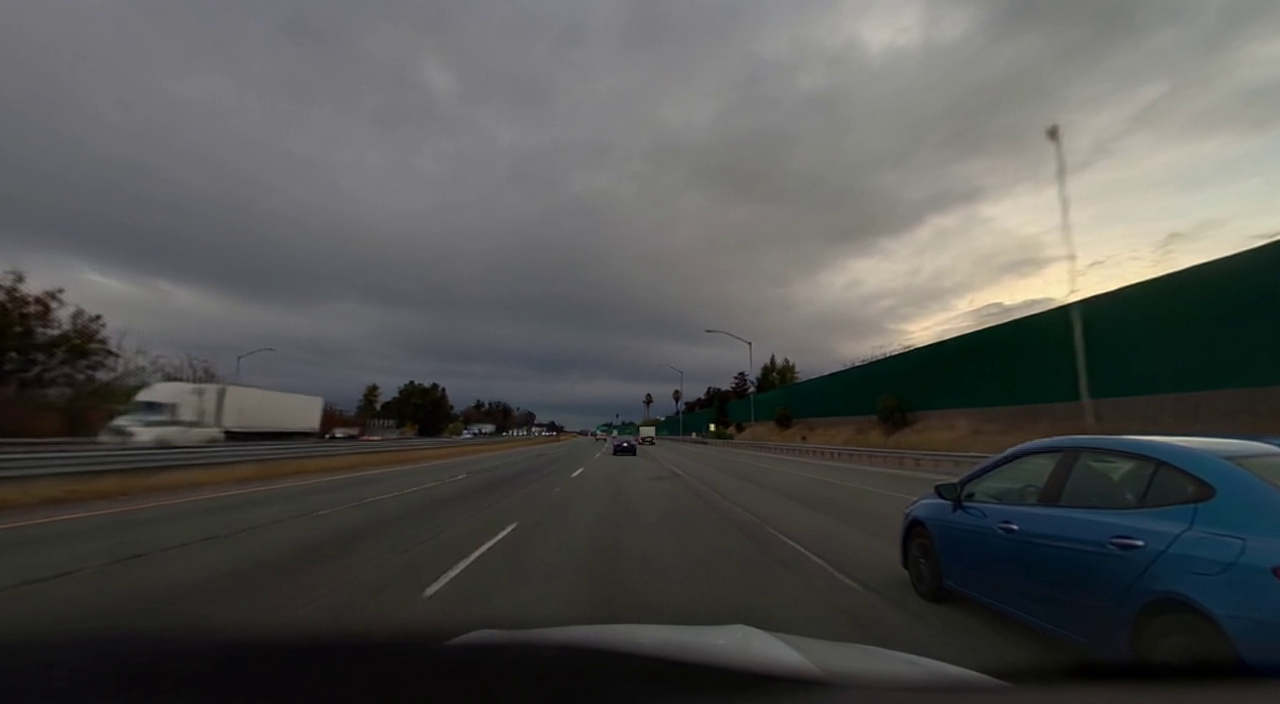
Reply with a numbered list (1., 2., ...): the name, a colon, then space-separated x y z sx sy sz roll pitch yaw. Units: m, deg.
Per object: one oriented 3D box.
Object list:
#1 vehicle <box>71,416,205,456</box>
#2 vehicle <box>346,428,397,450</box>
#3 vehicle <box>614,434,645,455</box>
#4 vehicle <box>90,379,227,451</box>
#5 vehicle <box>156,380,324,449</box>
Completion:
1. vehicle: -22.173 3.753 28.068 2.012 1.606 4.868 0 -8 -1
2. vehicle: -18.777 6.105 44.183 1.804 1.465 4.031 0 -8 -1
3. vehicle: -0.794 6.676 45.479 2.121 1.445 4.187 0 -8 -2
4. vehicle: -26.558 3.616 35.110 2.874 3.657 5.964 0 -7 -1
5. vehicle: -26.889 4.603 43.782 2.895 3.999 13.938 0 -8 -1
